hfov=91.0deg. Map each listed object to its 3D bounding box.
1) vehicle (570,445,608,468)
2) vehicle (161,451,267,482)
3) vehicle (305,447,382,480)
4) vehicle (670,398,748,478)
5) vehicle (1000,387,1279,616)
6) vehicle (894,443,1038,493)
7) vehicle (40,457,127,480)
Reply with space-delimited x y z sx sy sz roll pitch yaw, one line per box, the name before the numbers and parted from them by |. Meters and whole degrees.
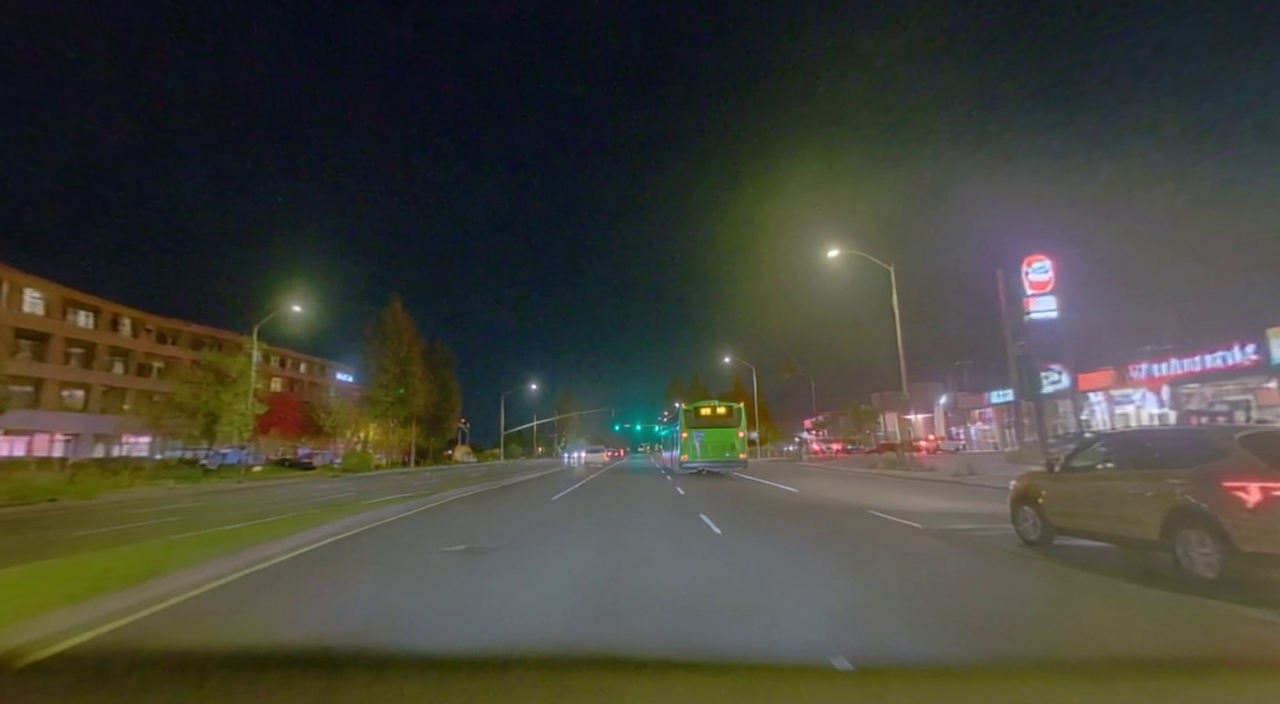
vehicle | -3.294 6.851 41.333 2.211 1.416 4.179 0 -9 -1
vehicle | -24.981 6.722 37.053 4.724 1.734 2.076 0 -9 1
vehicle | -19.190 7.239 41.153 2.123 1.905 5.972 -2 -9 1
vehicle | 3.038 4.226 30.597 2.766 3.306 9.281 0 -9 0
vehicle | 6.020 1.356 6.186 2.129 1.754 4.668 0 -9 0
vehicle | 10.520 3.751 20.875 2.073 1.443 4.860 0 -9 -2
vehicle | -38.625 8.103 43.714 4.232 1.507 1.795 0 -9 -2
